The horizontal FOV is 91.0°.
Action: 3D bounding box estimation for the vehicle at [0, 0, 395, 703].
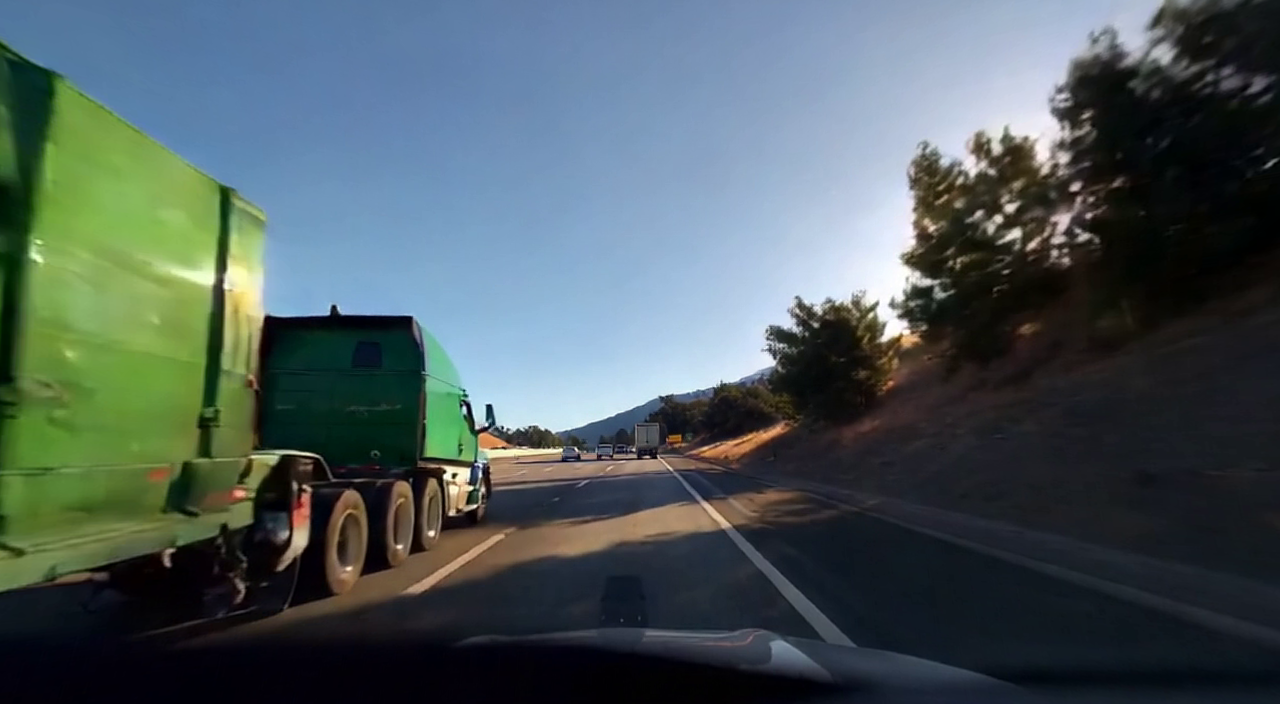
[{"bbox_3d":[-3.730,-0.184,0.551,2.789,3.271,10.894,1,-9,-1],"label":"vehicle"}]
